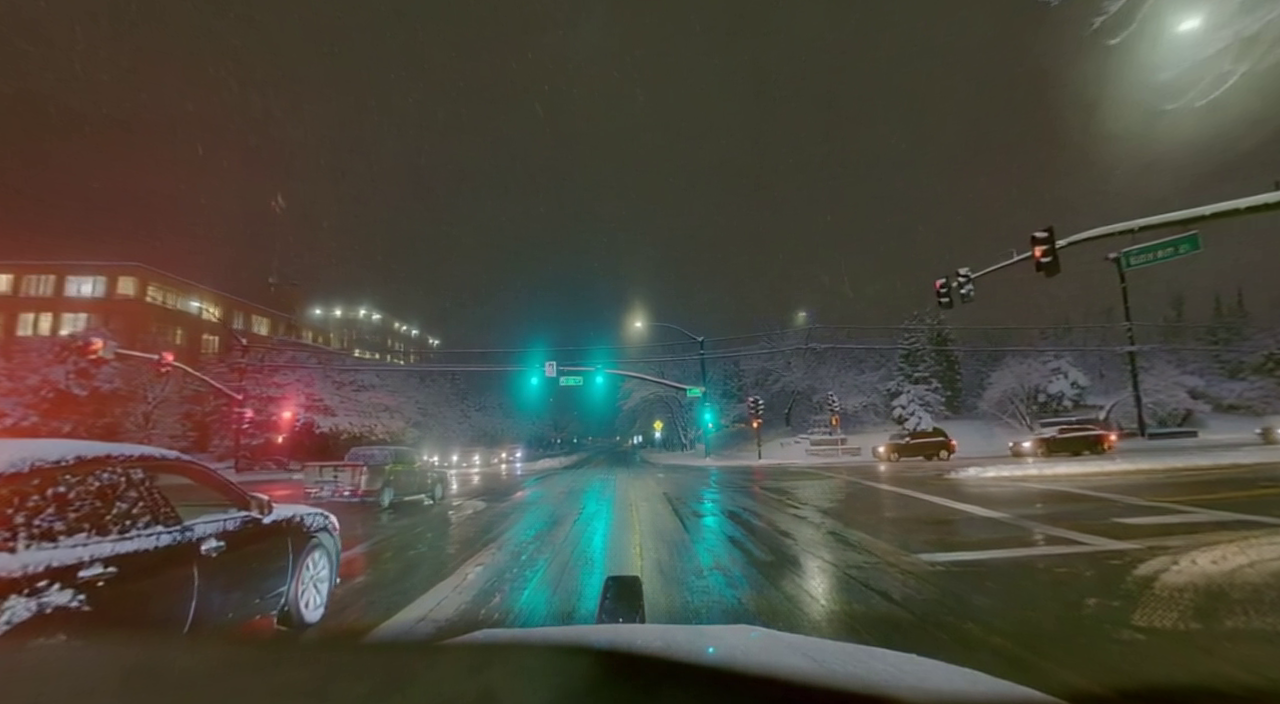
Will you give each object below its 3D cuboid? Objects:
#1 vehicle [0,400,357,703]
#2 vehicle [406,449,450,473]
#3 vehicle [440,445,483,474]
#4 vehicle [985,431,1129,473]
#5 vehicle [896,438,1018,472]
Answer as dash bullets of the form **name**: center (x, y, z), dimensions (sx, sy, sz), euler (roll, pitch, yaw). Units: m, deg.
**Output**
- **vehicle**: center (-3.072, 0.950, 2.358), dimensions (1.919, 1.478, 4.720), euler (0, -8, -1)
- **vehicle**: center (-16.419, 8.427, 49.190), dimensions (2.100, 1.764, 4.151), euler (0, -8, -2)
- **vehicle**: center (-12.883, 7.724, 45.823), dimensions (2.051, 1.715, 4.346), euler (-2, -6, -2)
- **vehicle**: center (15.703, 3.784, 23.944), dimensions (4.181, 1.483, 1.831), euler (0, -8, -3)
- **vehicle**: center (14.909, 4.840, 29.871), dimensions (4.660, 1.495, 2.007), euler (0, -8, -2)
